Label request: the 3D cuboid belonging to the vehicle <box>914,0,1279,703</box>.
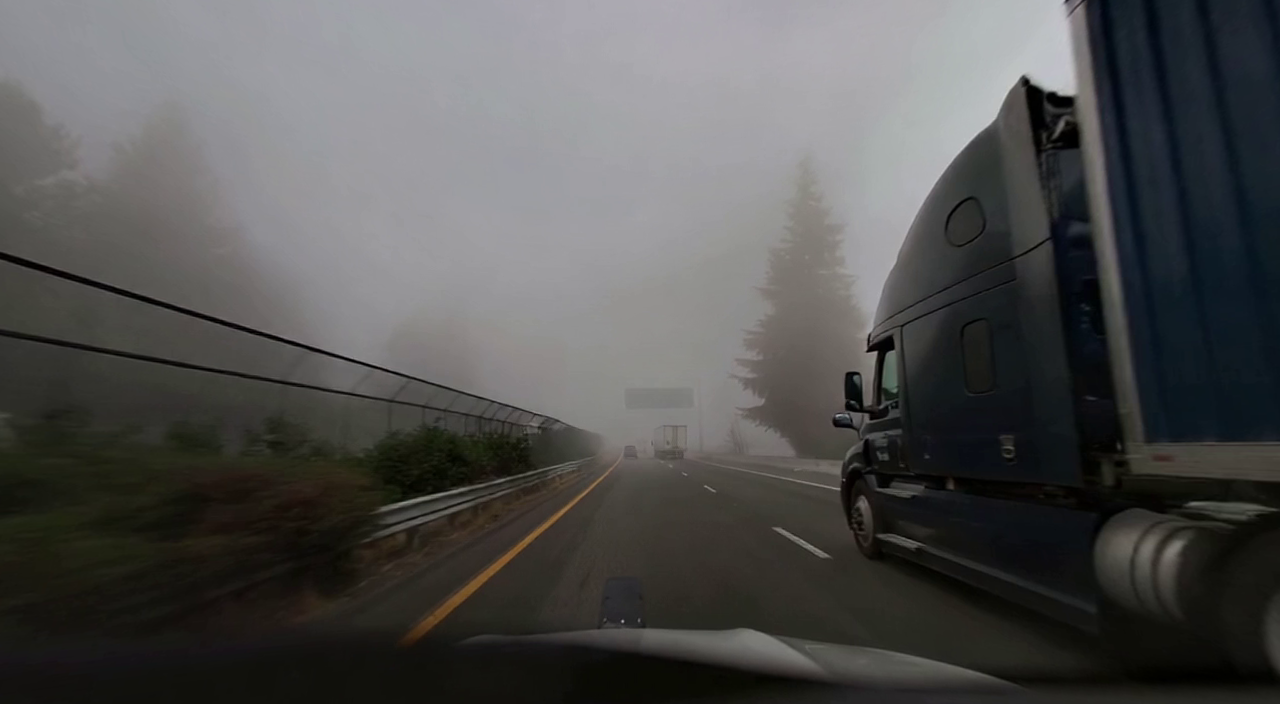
[{"bbox_3d":[4.188,-0.146,2.913,3.035,3.966,6.026,0,-9,1],"label":"vehicle"}]
